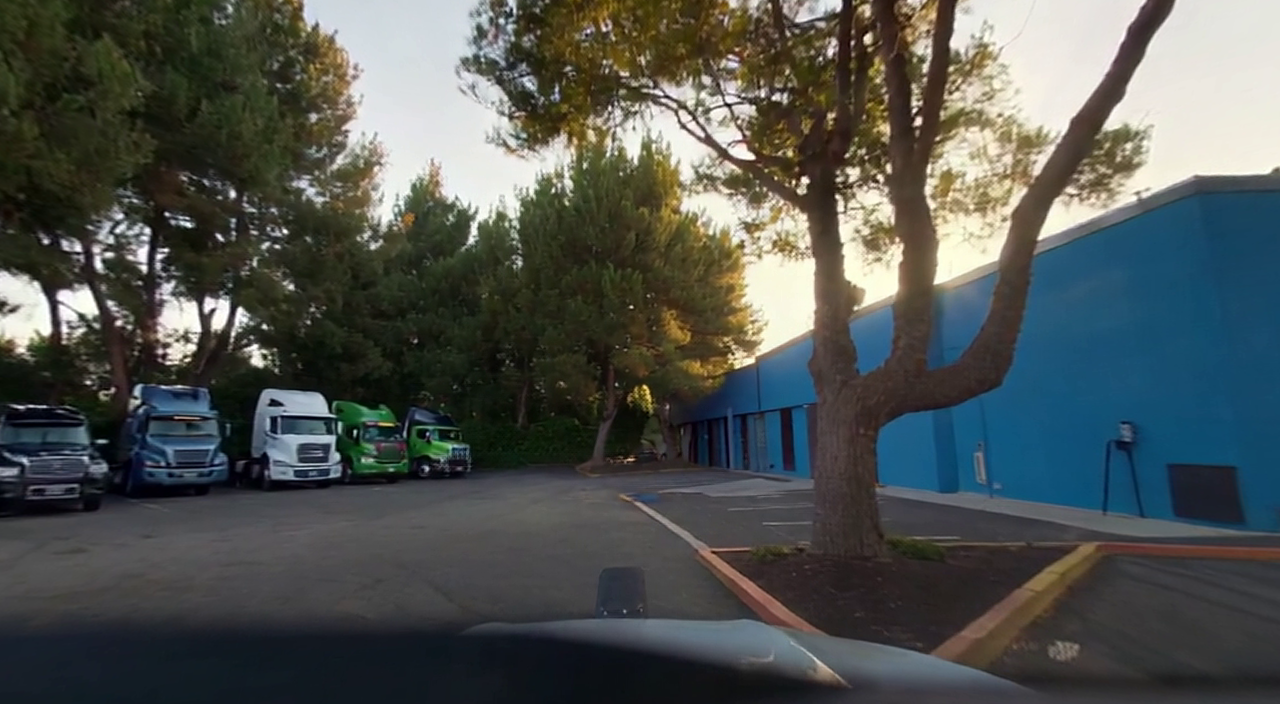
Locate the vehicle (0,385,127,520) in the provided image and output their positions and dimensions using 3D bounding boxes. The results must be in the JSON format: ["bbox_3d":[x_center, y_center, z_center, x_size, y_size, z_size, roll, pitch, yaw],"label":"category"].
[{"bbox_3d":[-16.966,2.721,17.094,7.819,3.007,2.674,-7,-11,37],"label":"vehicle"}]

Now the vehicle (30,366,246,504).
[{"bbox_3d":[-18.250,3.059,22.481,11.512,3.871,3.038,-7,-11,37],"label":"vehicle"}]

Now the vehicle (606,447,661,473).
[{"bbox_3d":[-0.356,6.697,39.145,1.809,1.506,3.473,-6,-11,33],"label":"vehicle"}]

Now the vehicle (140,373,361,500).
[{"bbox_3d":[-15.825,3.445,25.002,11.906,4.069,2.948,-7,-11,36],"label":"vehicle"}]
